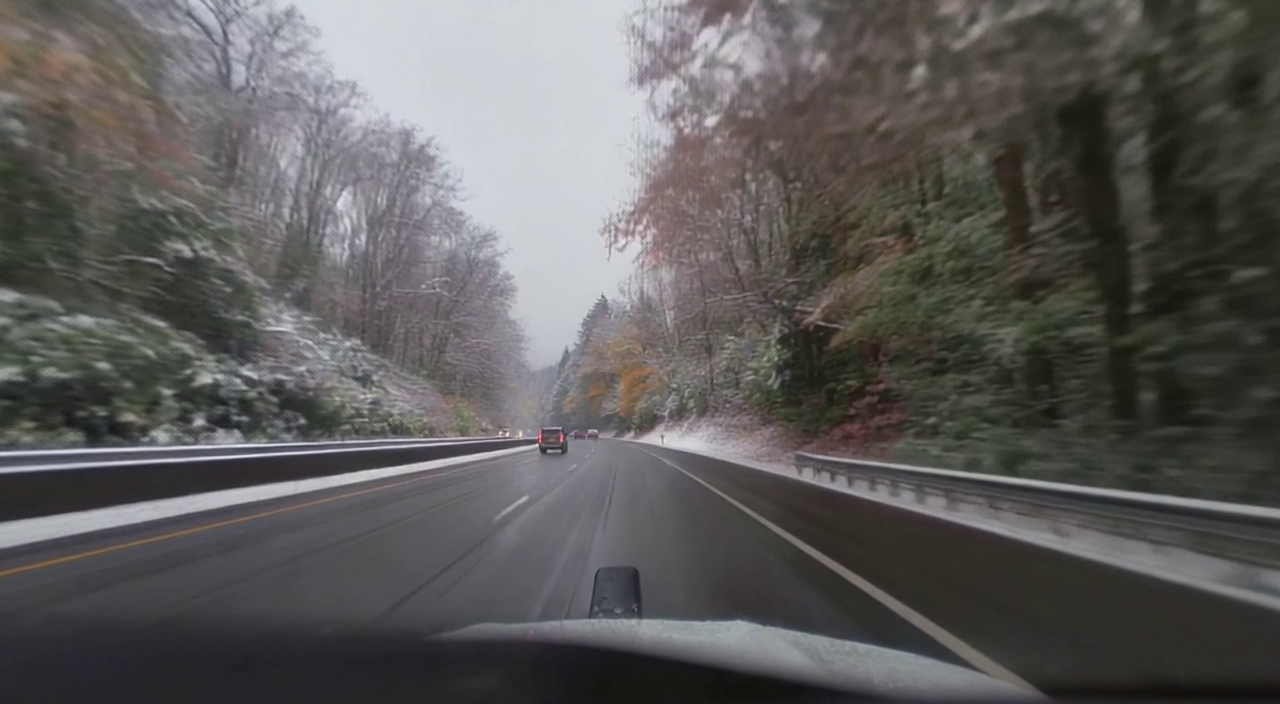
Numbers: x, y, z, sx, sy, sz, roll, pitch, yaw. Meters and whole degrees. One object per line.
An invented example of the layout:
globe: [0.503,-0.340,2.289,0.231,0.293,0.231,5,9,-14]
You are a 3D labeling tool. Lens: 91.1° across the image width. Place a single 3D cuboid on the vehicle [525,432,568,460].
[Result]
vehicle: [-5.519,5.607,37.692,2.073,1.559,4.393,0,-8,-2]
